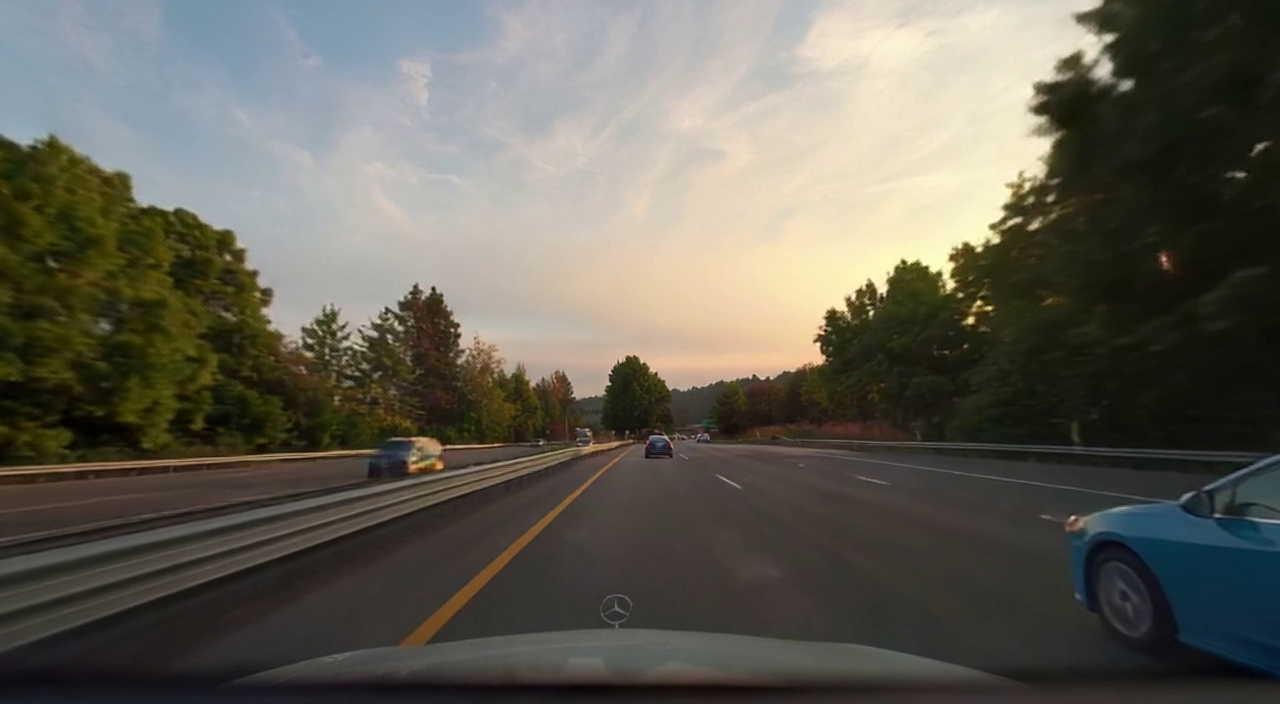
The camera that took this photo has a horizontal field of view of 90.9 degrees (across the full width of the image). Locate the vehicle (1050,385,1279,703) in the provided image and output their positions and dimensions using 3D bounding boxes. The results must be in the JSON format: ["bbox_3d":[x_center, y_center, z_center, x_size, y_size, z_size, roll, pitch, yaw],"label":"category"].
[{"bbox_3d":[3.603,0.749,1.695,1.981,1.467,4.459,0,-8,0],"label":"vehicle"}]

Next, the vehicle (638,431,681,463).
[{"bbox_3d":[0.941,4.838,32.378,2.046,1.526,3.903,0,-8,0],"label":"vehicle"}]

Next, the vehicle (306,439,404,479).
[{"bbox_3d":[-11.913,4.451,26.683,1.910,1.498,4.618,0,-8,1],"label":"vehicle"}]
